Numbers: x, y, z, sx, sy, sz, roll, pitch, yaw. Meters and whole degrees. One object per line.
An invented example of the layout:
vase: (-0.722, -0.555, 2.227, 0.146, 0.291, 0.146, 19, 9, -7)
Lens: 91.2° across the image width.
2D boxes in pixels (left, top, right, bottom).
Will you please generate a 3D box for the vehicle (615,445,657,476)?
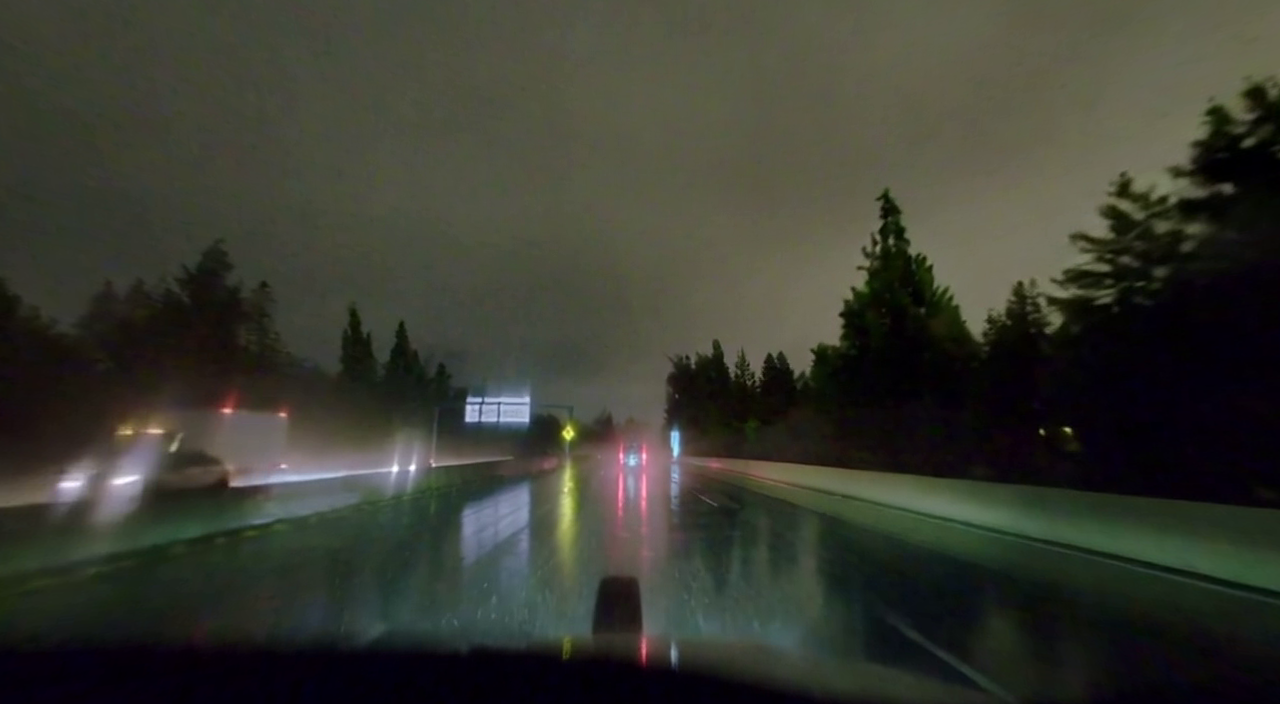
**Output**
vehicle: (-0.227, 5.785, 33.612, 2.095, 1.537, 4.017, 0, -9, -1)

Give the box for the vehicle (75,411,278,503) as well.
vehicle: (-17.209, 3.972, 23.992, 2.645, 3.018, 6.446, -1, -9, 1)

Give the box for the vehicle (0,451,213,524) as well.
vehicle: (-12.757, 3.191, 15.313, 1.903, 1.495, 3.908, 0, -9, -1)

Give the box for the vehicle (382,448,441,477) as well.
vehicle: (-13.919, 6.725, 38.482, 1.999, 1.634, 4.232, 0, -9, 0)
